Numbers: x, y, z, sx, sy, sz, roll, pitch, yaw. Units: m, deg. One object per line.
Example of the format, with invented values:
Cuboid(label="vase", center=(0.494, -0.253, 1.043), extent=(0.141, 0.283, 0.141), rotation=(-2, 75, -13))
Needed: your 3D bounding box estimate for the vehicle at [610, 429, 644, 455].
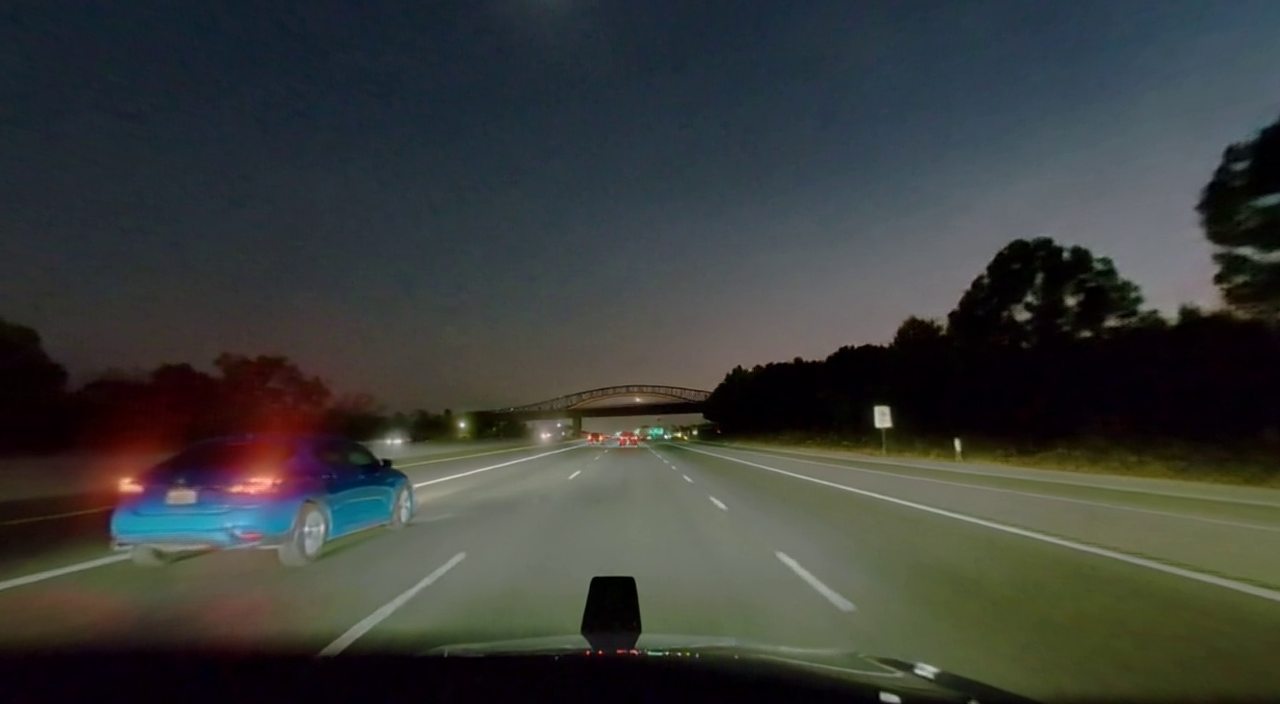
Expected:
Cuboid(label="vehicle", center=(-0.814, 5.929, 41.430), extent=(2.116, 1.625, 4.004), rotation=(0, -8, -1))

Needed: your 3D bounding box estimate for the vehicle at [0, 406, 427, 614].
Cuboid(label="vehicle", center=(-4.157, 1.478, 6.997), extent=(2.017, 1.537, 4.496), rotation=(0, -8, 0))
